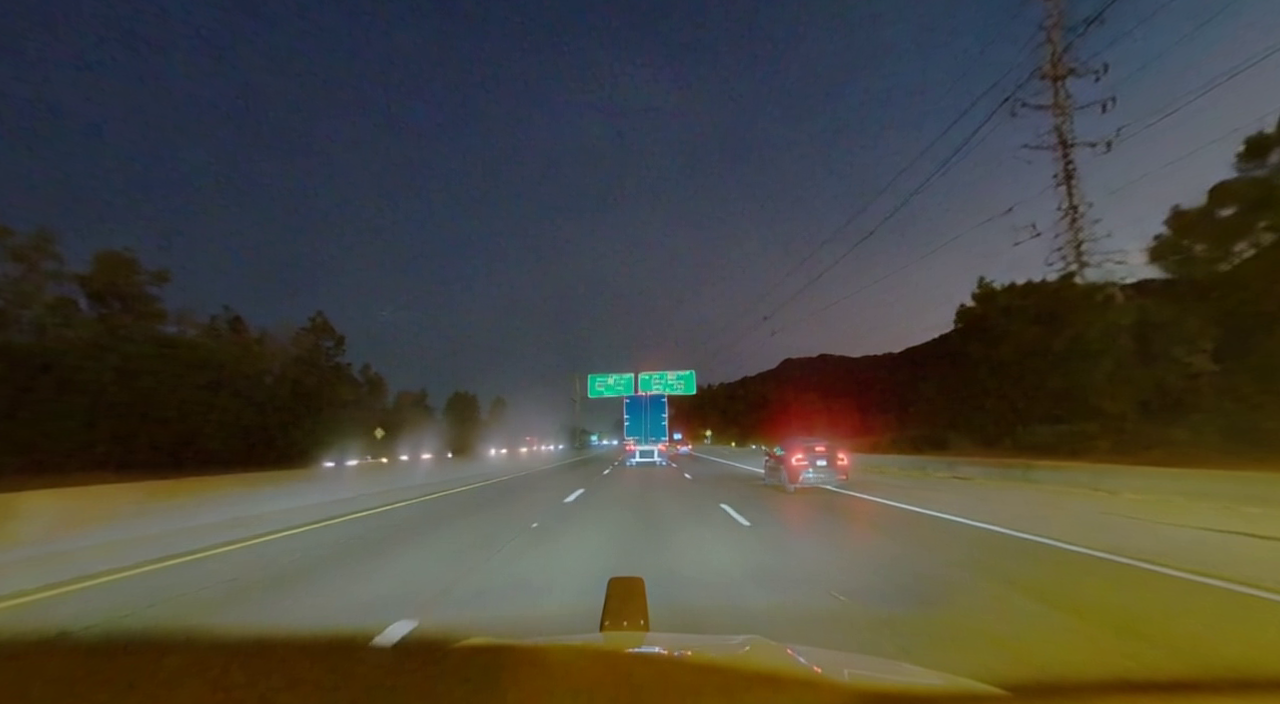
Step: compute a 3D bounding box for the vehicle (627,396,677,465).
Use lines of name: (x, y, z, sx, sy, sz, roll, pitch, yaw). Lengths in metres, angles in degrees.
vehicle: (0.624, 5.475, 43.116, 2.919, 4.101, 11.541, 0, -8, -1)

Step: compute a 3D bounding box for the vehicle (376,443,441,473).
vehicle: (-15.870, 7.243, 43.653, 2.118, 1.889, 6.262, 0, -8, 0)

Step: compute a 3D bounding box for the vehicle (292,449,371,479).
vehicle: (-19.486, 7.057, 40.205, 1.863, 1.707, 6.295, 0, -8, 0)
